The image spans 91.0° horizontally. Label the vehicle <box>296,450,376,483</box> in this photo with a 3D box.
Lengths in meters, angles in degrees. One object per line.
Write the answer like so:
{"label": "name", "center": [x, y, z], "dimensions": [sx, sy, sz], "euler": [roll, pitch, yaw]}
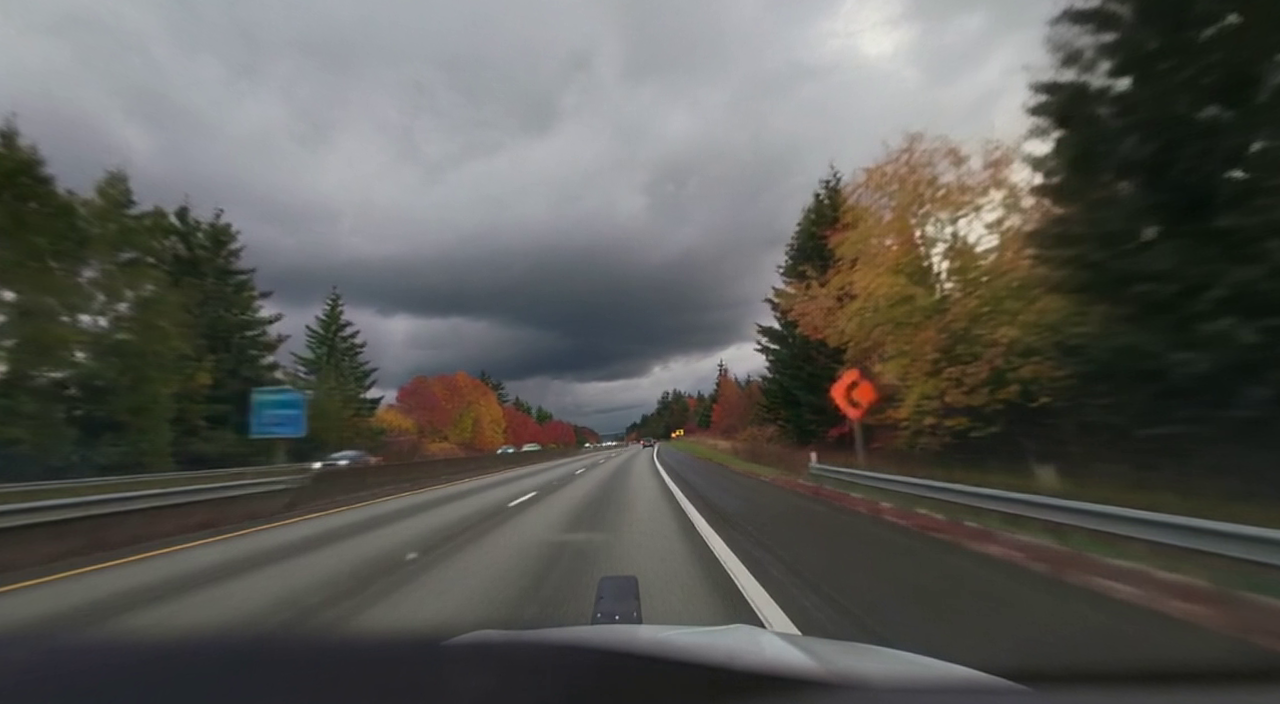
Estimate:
{"label": "vehicle", "center": [-14.942, 5.608, 31.193], "dimensions": [1.969, 1.449, 3.961], "euler": [-1, -8, 1]}
